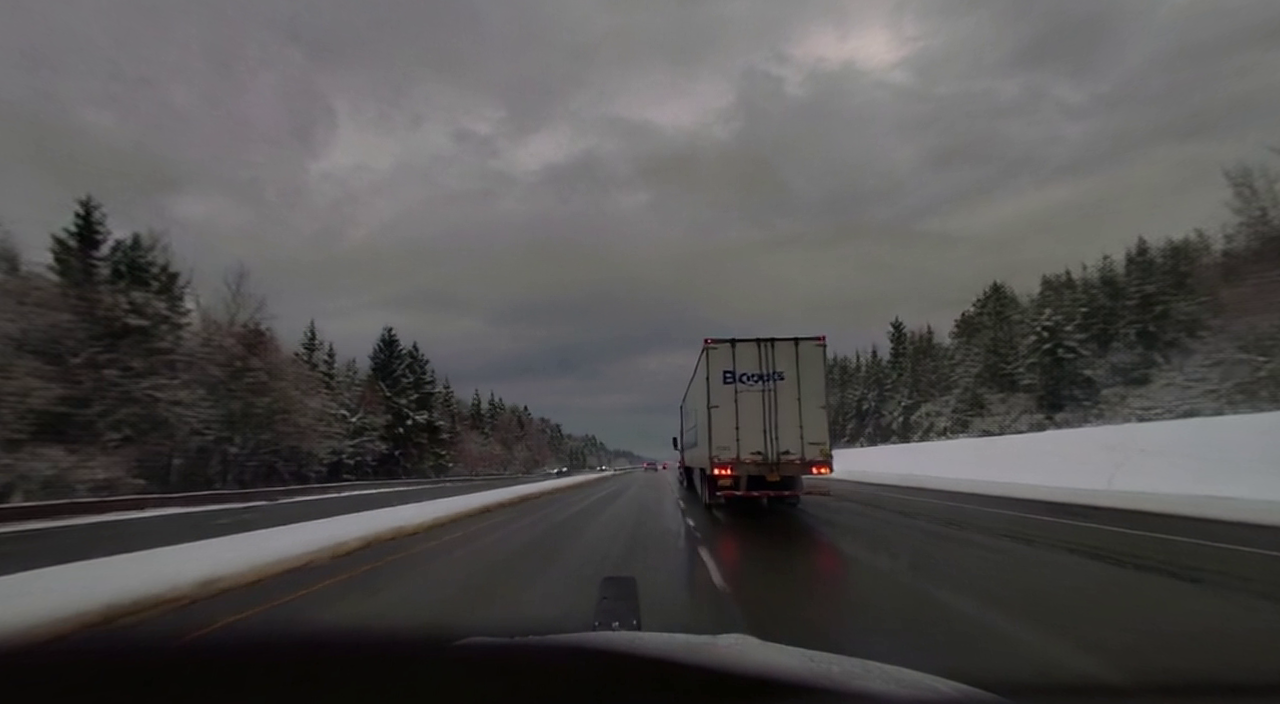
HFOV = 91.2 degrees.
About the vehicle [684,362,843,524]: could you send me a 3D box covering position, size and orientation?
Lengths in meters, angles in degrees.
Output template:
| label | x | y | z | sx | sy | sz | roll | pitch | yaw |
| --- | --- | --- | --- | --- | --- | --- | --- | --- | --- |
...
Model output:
| label | x | y | z | sx | sy | sz | roll | pitch | yaw |
| --- | --- | --- | --- | --- | --- | --- | --- | --- | --- |
| vehicle | 3.709 | 3.630 | 24.598 | 3.537 | 4.071 | 17.399 | -1 | -9 | 3 |
